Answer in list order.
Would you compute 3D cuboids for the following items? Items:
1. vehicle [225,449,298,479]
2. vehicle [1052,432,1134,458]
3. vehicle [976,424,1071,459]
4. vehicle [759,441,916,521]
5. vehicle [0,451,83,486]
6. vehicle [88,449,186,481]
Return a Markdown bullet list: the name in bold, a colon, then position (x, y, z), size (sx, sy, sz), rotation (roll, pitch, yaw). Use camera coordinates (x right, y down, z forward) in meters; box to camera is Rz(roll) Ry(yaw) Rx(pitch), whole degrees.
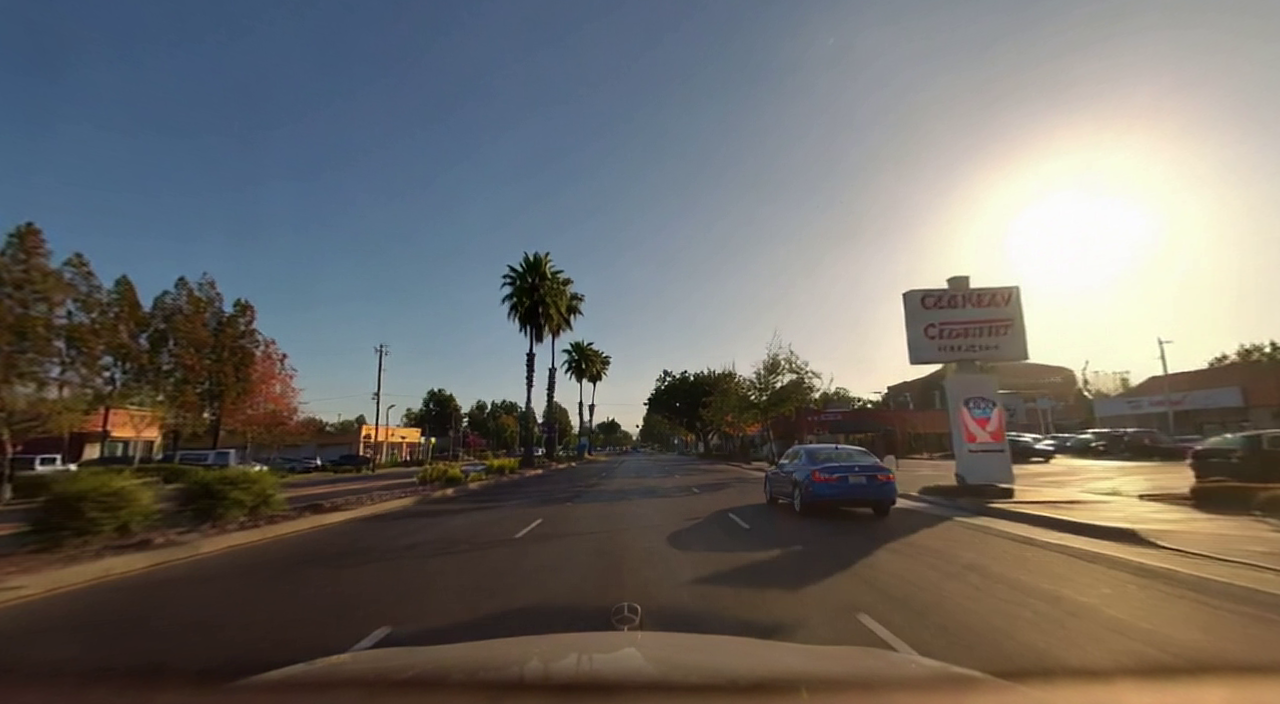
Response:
- **vehicle**: position (-27.665, 8.209, 46.450), size (2.091, 1.981, 4.836), rotation (1, -9, 3)
- **vehicle**: position (34.700, 7.127, 48.478), size (4.676, 1.741, 1.948), rotation (-2, -10, 0)
- **vehicle**: position (29.368, 6.912, 48.530), size (5.519, 2.389, 2.350), rotation (-2, -10, 1)
- **vehicle**: position (3.995, 2.663, 13.626), size (1.978, 1.442, 4.262), rotation (0, -9, 0)
- **vehicle**: position (-33.324, 6.222, 33.913), size (2.347, 1.610, 4.867), rotation (-1, -8, 1)
- **vehicle**: position (-33.235, 7.436, 41.997), size (2.216, 1.965, 5.147), rotation (0, -9, 0)
